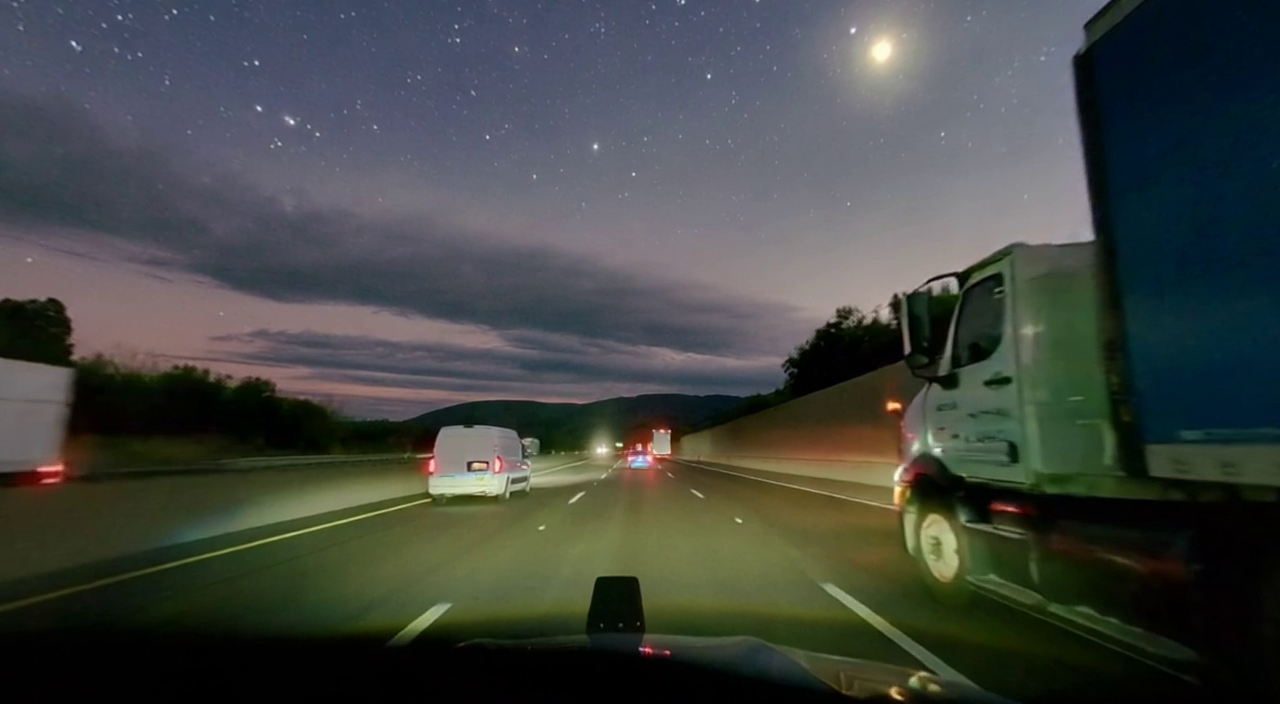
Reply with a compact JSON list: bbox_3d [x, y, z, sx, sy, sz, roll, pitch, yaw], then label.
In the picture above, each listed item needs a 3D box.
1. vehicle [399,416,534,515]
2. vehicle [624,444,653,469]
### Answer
[{"bbox_3d":[-3.959,2.711,15.373,1.955,2.004,4.792,0,-9,0],"label":"vehicle"},{"bbox_3d":[-0.120,8.005,48.340,2.166,1.747,4.299,0,-9,0],"label":"vehicle"}]
